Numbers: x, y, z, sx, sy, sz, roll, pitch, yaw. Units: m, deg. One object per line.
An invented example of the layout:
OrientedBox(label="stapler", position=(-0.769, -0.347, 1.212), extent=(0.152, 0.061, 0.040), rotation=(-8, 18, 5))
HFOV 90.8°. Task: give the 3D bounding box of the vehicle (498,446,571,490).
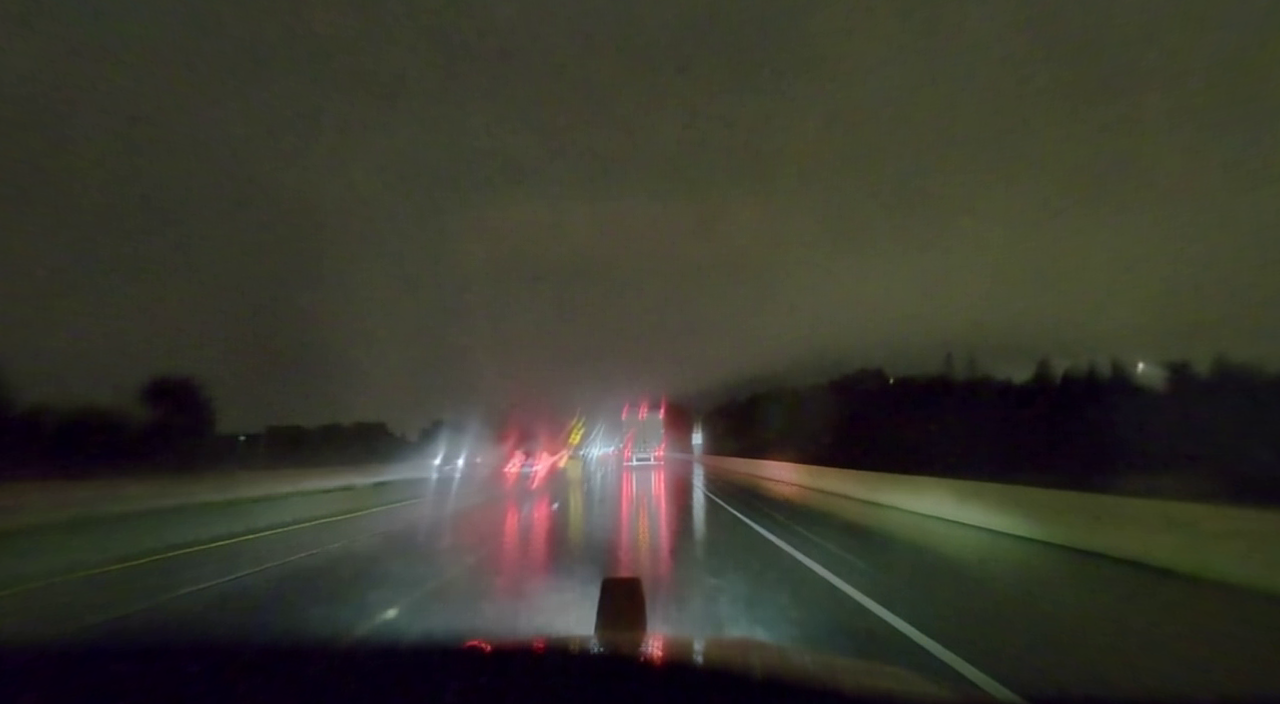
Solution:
OrientedBox(label="vehicle", position=(-4.001, 4.491, 24.727), extent=(2.053, 1.523, 4.450), rotation=(0, -9, 0))

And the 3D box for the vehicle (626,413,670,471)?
OrientedBox(label="vehicle", position=(0.427, 6.656, 46.498), extent=(2.864, 3.805, 9.500), rotation=(0, -9, -1))

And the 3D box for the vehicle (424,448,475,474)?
OrientedBox(label="vehicle", position=(-12.392, 7.105, 41.311), extent=(1.944, 1.532, 4.382), rotation=(0, -9, 1))
